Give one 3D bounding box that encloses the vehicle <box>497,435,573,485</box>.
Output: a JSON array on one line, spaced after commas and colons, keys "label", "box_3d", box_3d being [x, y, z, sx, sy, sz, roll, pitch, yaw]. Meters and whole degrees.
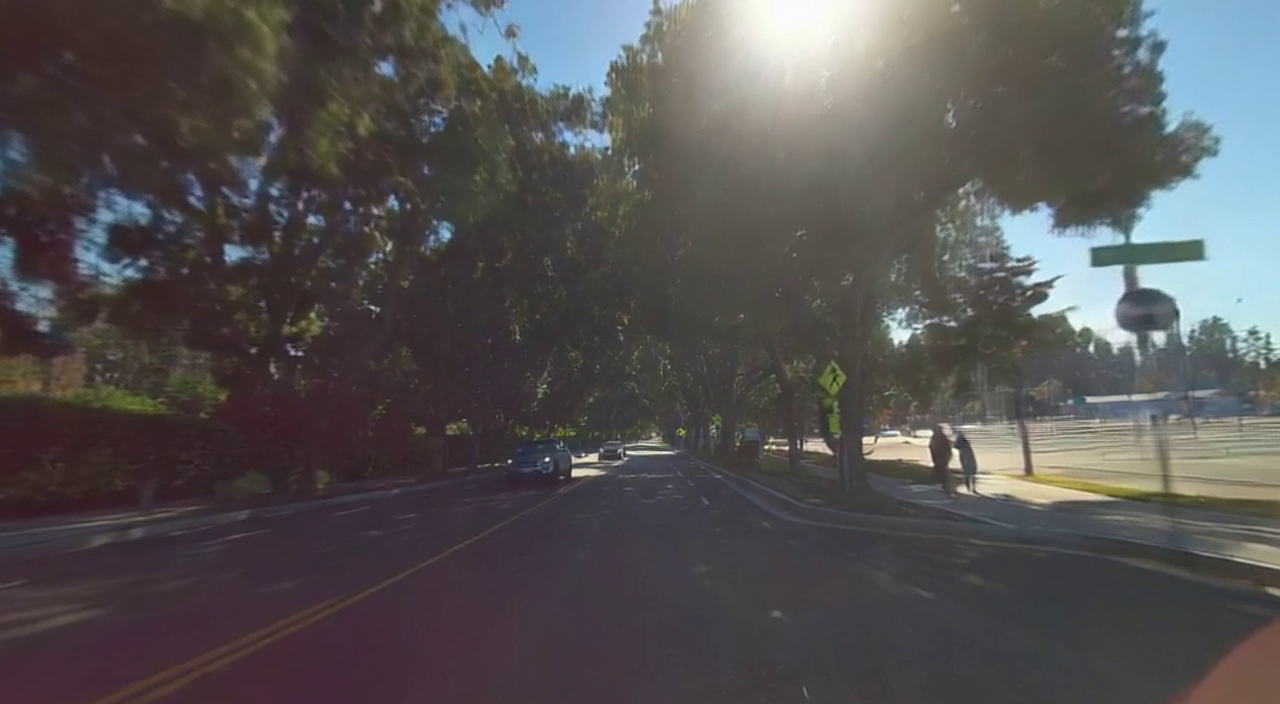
[{"label": "vehicle", "box_3d": [-3.647, 3.811, 22.689, 1.898, 1.606, 3.927, -1, -8, 3]}]
